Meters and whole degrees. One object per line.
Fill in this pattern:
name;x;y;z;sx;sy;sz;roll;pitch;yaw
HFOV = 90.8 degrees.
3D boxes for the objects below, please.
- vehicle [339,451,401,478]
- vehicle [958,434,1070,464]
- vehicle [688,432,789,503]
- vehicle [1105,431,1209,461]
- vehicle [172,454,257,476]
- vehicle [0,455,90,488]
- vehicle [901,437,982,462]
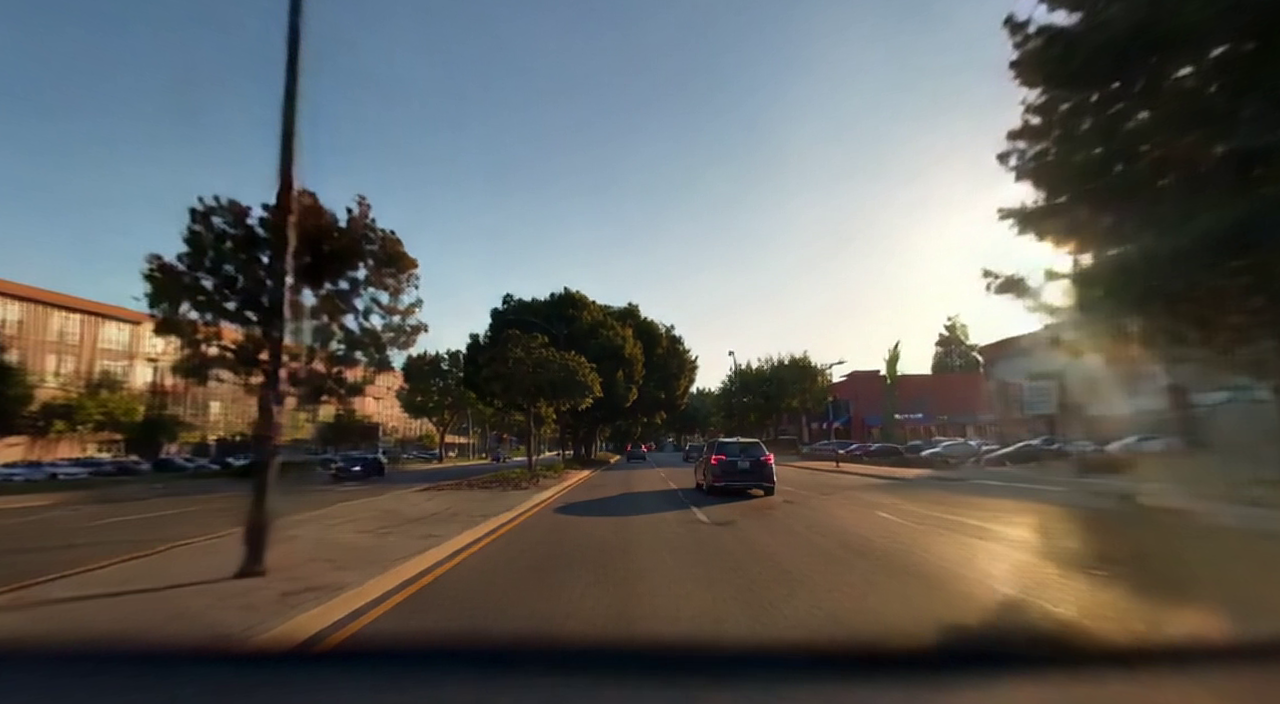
vehicle;-16.528;6.891;38.917;1.927;1.492;4.347;0;-9;0
vehicle;19.578;5.120;33.211;4.584;1.503;1.942;0;-9;1
vehicle;2.529;3.082;17.279;1.963;1.677;4.229;0;-9;-1
vehicle;32.585;5.949;39.904;4.671;1.618;1.998;-2;-9;1
vehicle;-29.406;7.798;43.765;4.340;1.422;1.976;1;-9;-5
vehicle;-29.943;5.762;30.587;4.671;1.472;2.076;0;-9;2
vehicle;19.597;6.373;41.166;4.227;1.567;2.034;0;-9;1
